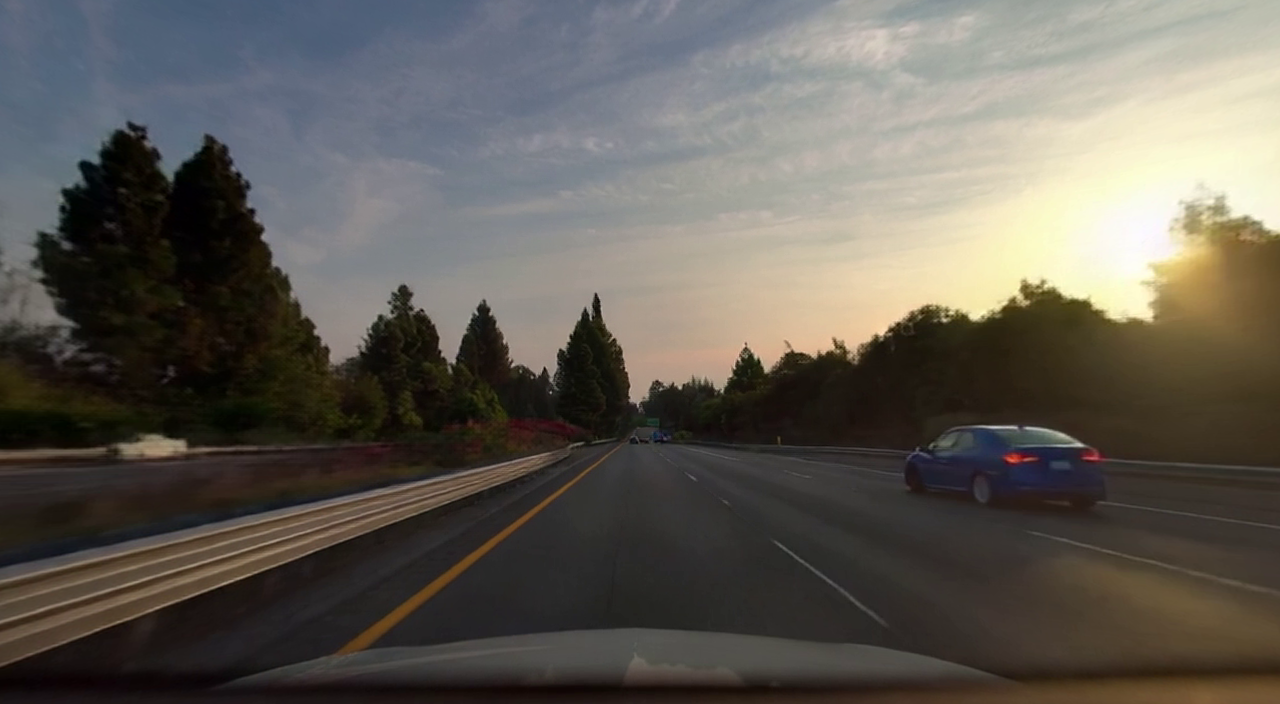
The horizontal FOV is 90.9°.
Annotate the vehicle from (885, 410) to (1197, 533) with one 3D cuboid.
[{"bbox_3d":[6.627,2.015,11.359,2.273,1.698,4.863,0,-8,-2],"label":"vehicle"}]
